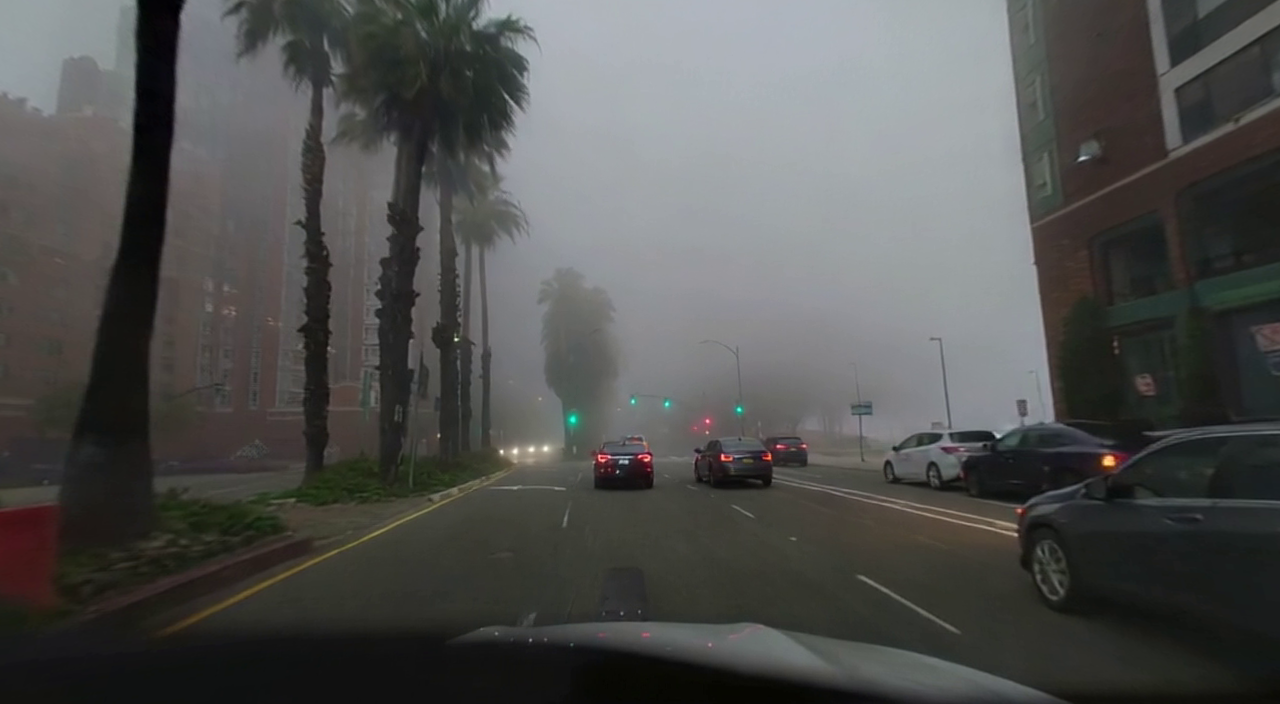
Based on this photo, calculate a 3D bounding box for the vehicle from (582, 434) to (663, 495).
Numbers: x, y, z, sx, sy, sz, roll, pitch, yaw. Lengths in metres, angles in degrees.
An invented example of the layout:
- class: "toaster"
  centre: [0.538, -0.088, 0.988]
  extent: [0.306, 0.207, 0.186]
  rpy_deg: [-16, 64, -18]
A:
- class: "vehicle"
  centre: [-0.524, 3.110, 17.878]
  extent: [2.048, 1.503, 3.681]
  rpy_deg: [0, -8, -3]

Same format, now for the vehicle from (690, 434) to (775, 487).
- class: "vehicle"
  centre: [2.800, 3.376, 20.001]
  extent: [1.909, 1.500, 3.524]
  rpy_deg: [0, -8, -4]

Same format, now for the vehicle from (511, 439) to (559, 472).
- class: "vehicle"
  centre: [-5.245, 5.188, 31.976]
  extent: [1.977, 1.501, 4.435]
  rpy_deg: [0, -8, -4]

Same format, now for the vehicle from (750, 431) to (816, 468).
- class: "vehicle"
  centre: [7.023, 4.860, 31.640]
  extent: [2.000, 1.685, 4.487]
  rpy_deg: [0, -8, -3]

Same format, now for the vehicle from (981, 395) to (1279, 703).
- class: "vehicle"
  centre: [3.955, 0.977, 3.213]
  extent: [1.920, 1.490, 4.417]
  rpy_deg: [0, -8, -1]

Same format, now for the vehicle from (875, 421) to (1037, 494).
- class: "vehicle"
  centre: [8.419, 2.844, 17.404]
  extent: [1.946, 1.715, 4.365]
  rpy_deg: [0, -8, -4]
